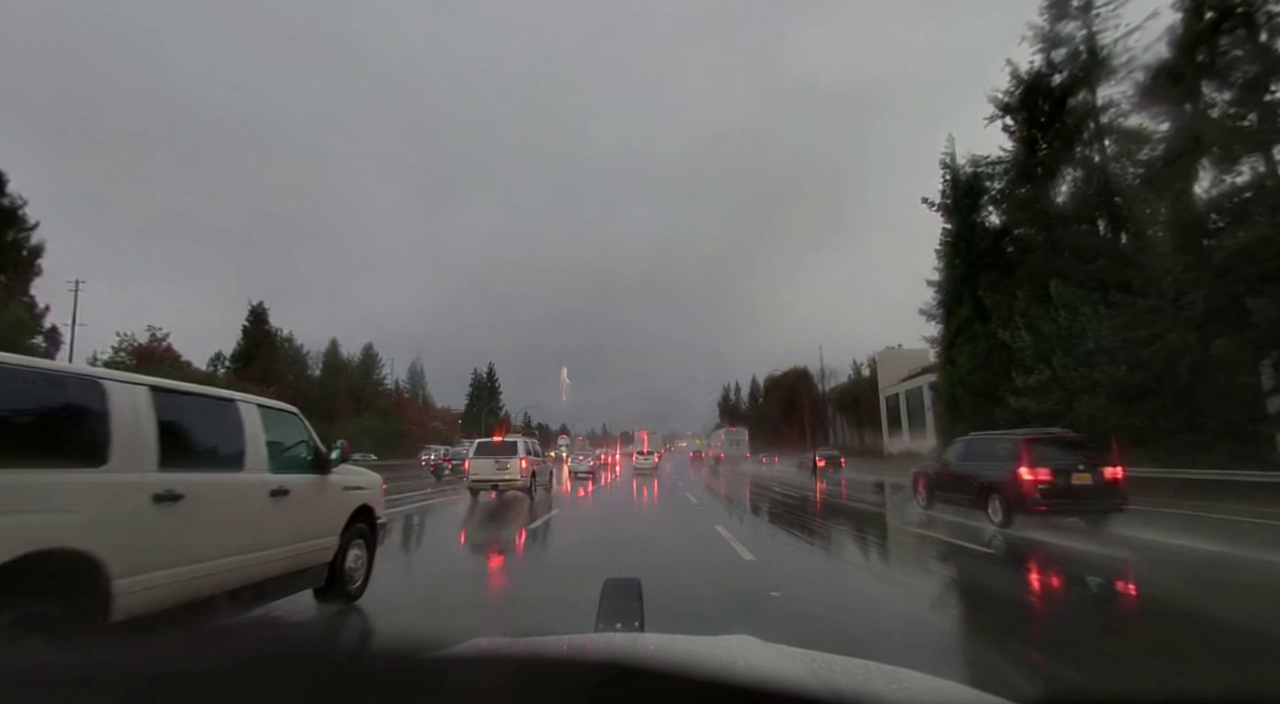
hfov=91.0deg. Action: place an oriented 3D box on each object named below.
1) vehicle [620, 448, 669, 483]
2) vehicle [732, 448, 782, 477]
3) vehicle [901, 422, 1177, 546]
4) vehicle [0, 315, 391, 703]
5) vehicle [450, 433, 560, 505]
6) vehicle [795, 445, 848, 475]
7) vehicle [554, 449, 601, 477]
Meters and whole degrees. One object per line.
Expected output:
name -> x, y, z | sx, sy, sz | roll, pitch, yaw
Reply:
vehicle -> 0.200, 5.111, 28.659 | 2.053, 1.461, 3.941 | 0, -9, 1
vehicle -> 6.346, 6.021, 34.481 | 1.895, 1.488, 4.254 | 0, -9, 0
vehicle -> 6.581, 2.214, 11.160 | 1.992, 1.745, 4.329 | 0, -9, 0
vehicle -> -3.481, 0.949, 3.427 | 2.234, 1.809, 4.768 | 0, -9, 0
vehicle -> -3.559, 3.198, 17.563 | 2.012, 1.734, 4.510 | 0, -9, 1
vehicle -> 10.975, 6.560, 38.456 | 1.988, 1.676, 4.262 | 0, -9, 0
vehicle -> -3.312, 6.009, 34.363 | 2.025, 1.449, 4.190 | 0, -9, 1
